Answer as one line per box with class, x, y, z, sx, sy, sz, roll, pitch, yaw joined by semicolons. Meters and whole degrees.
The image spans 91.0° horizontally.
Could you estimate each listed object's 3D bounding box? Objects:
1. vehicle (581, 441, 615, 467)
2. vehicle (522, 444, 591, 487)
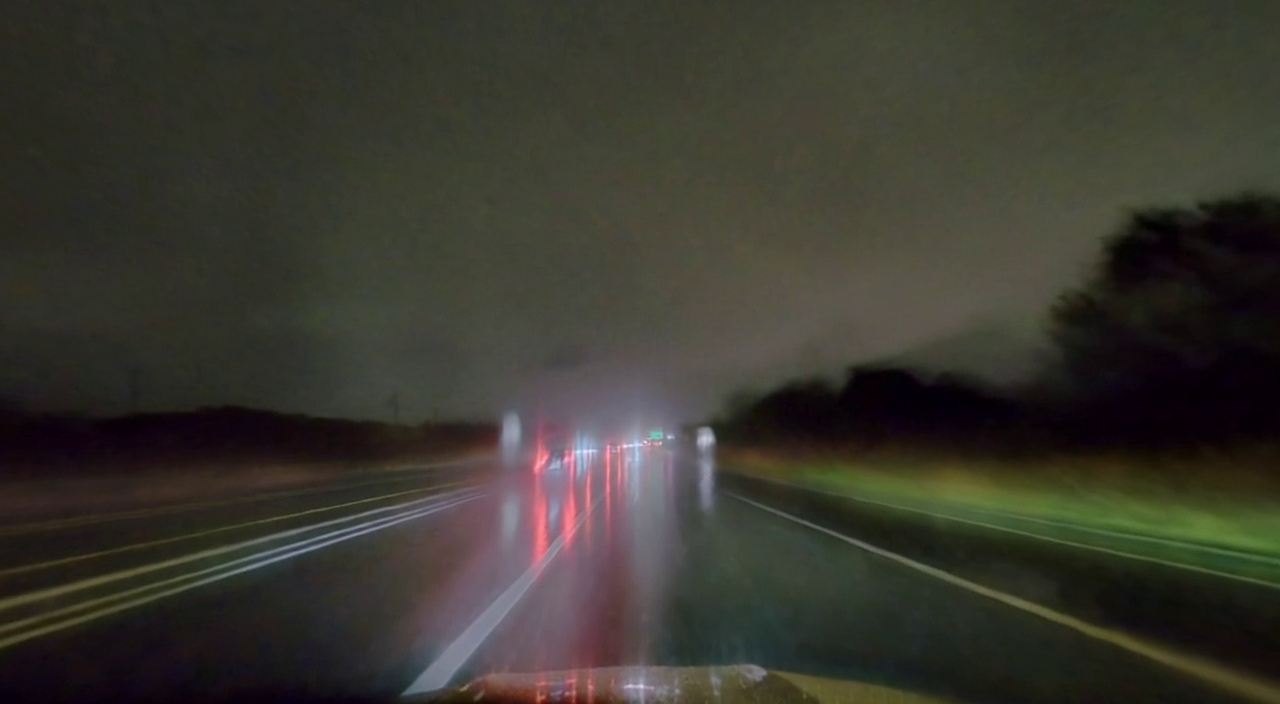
vehicle;-3.076;7.614;47.093;2.177;1.852;4.427;0;-9;1
vehicle;-3.219;4.504;25.340;2.044;1.527;4.607;0;-9;1
